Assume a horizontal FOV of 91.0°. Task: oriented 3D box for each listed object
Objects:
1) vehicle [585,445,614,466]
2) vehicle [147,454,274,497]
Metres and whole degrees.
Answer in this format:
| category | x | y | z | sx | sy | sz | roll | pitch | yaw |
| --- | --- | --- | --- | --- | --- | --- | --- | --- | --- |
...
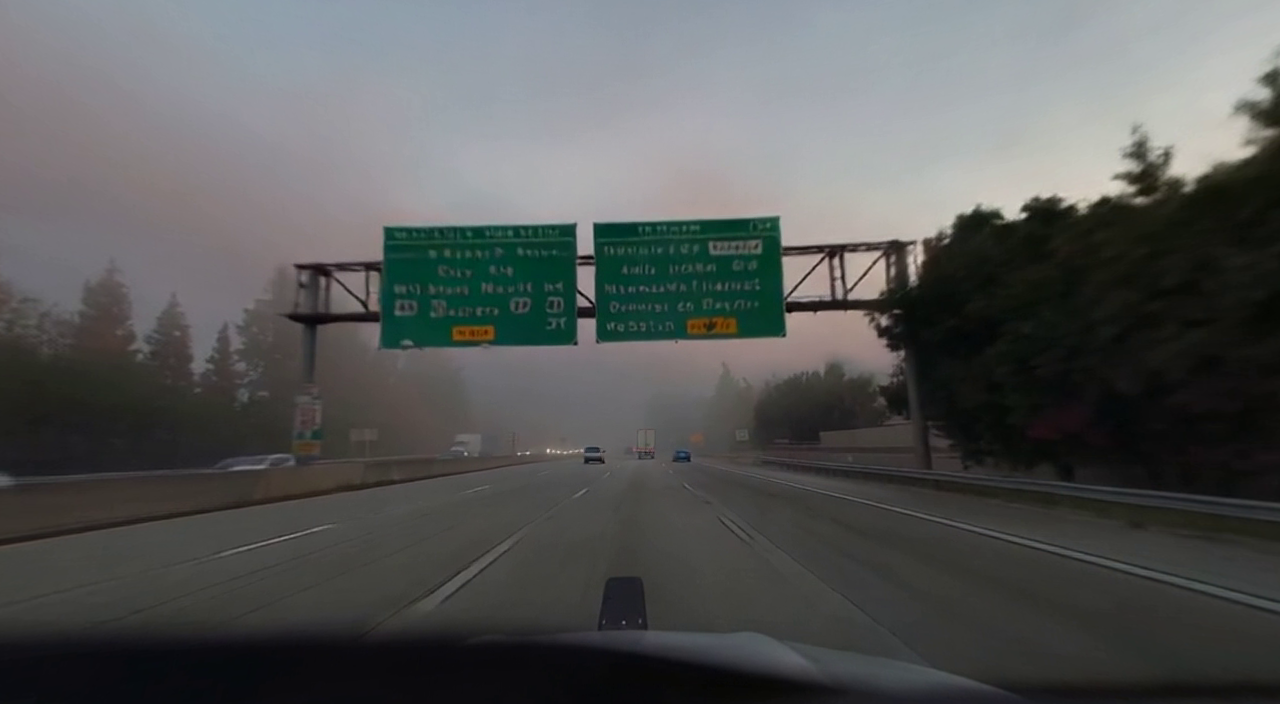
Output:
| category | x | y | z | sx | sy | sz | roll | pitch | yaw |
| --- | --- | --- | --- | --- | --- | --- | --- | --- | --- |
| vehicle | -3.174 | 8.114 | 49.492 | 1.996 | 1.521 | 3.912 | 0 | -8 | 0 |
| vehicle | -15.794 | 4.530 | 23.431 | 2.145 | 1.385 | 3.598 | 0 | -8 | 1 |
